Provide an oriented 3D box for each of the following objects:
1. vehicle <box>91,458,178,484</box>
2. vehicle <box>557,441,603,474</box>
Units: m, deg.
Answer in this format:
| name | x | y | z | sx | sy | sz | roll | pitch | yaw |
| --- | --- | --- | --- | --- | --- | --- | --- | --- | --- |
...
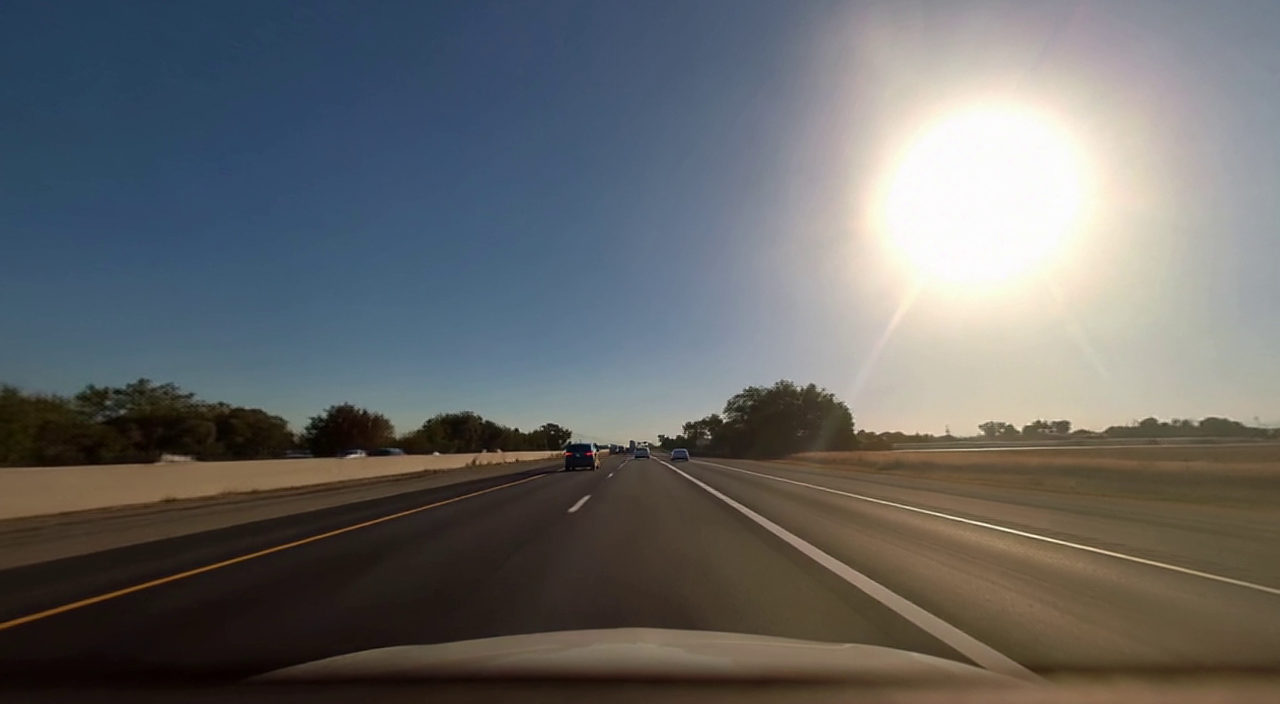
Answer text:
| name | x | y | z | sx | sy | sz | roll | pitch | yaw |
| --- | --- | --- | --- | --- | --- | --- | --- | --- | --- |
| vehicle | -32.688 | 7.678 | 40.875 | 1.849 | 1.530 | 4.531 | 0 | -9 | 0 |
| vehicle | -3.225 | 5.767 | 34.641 | 2.070 | 1.707 | 4.309 | 0 | -9 | 1 |
